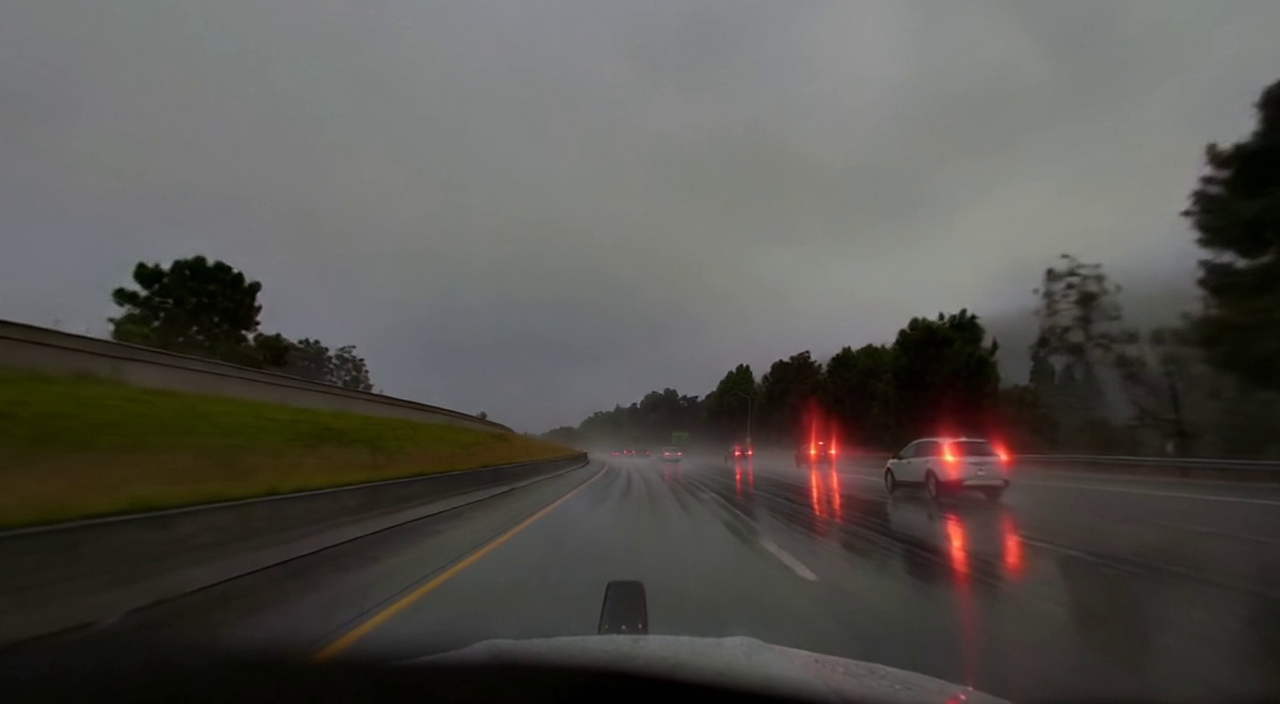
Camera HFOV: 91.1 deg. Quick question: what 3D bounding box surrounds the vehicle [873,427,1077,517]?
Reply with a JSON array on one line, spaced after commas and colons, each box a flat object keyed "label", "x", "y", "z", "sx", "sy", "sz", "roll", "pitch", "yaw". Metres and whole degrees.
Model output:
[{"label": "vehicle", "x": 7.286, "y": 2.636, "z": 14.381, "sx": 2.048, "sy": 1.697, "sz": 4.689, "roll": 0, "pitch": -8, "yaw": 0}]

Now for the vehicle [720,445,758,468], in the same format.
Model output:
[{"label": "vehicle", "x": 6.771, "y": 7.159, "z": 43.367, "sx": 1.940, "sy": 1.482, "sz": 3.644, "roll": 1, "pitch": -8, "yaw": -2}]

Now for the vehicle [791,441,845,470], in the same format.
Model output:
[{"label": "vehicle", "x": 10.759, "y": 6.234, "z": 38.167, "sx": 1.986, "sy": 1.644, "sz": 4.126, "roll": 1, "pitch": -8, "yaw": -1}]
